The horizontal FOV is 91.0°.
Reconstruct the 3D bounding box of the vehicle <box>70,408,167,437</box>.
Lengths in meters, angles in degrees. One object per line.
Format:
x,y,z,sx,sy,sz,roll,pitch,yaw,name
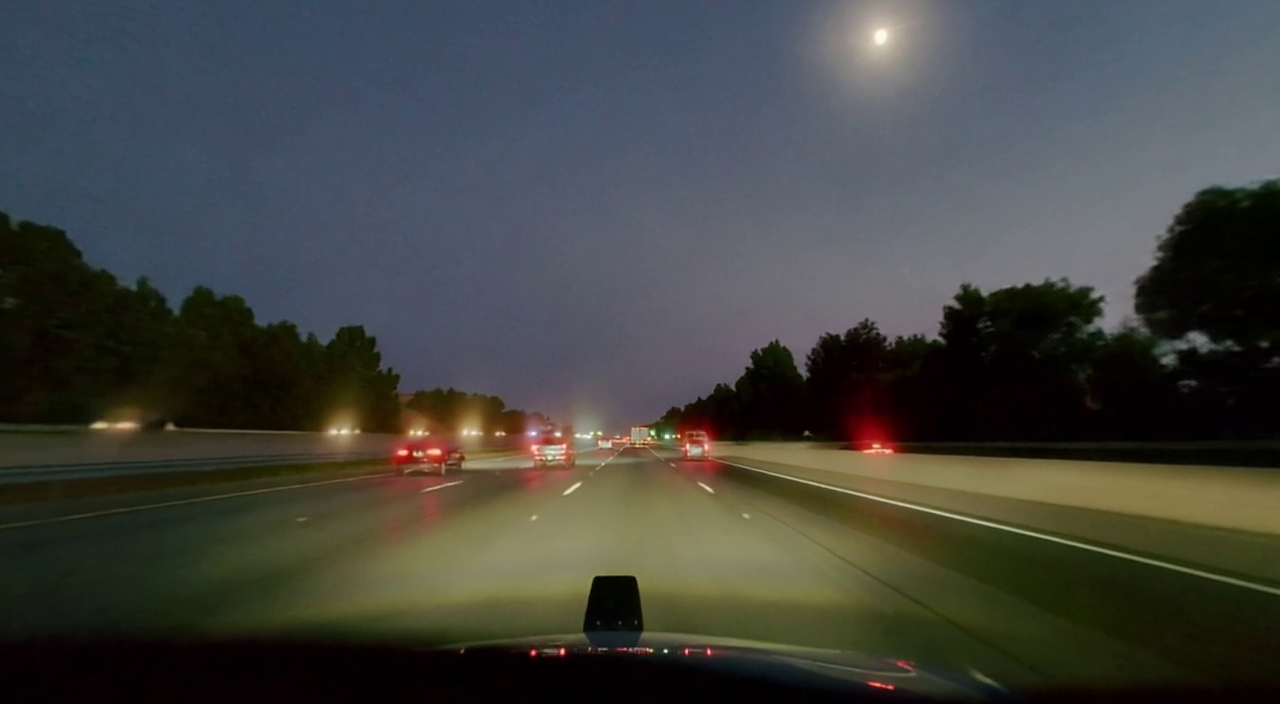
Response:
-29.044,4.009,35.201,1.859,1.448,4.027,-1,-8,2,vehicle

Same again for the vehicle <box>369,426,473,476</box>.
-8.149,3.759,23.991,2.237,1.703,4.681,0,-9,1,vehicle

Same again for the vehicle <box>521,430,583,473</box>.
-3.655,4.244,27.031,2.002,1.680,4.301,0,-9,1,vehicle

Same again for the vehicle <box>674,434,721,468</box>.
3.015,5.275,33.755,2.053,1.698,4.097,0,-9,-1,vehicle
